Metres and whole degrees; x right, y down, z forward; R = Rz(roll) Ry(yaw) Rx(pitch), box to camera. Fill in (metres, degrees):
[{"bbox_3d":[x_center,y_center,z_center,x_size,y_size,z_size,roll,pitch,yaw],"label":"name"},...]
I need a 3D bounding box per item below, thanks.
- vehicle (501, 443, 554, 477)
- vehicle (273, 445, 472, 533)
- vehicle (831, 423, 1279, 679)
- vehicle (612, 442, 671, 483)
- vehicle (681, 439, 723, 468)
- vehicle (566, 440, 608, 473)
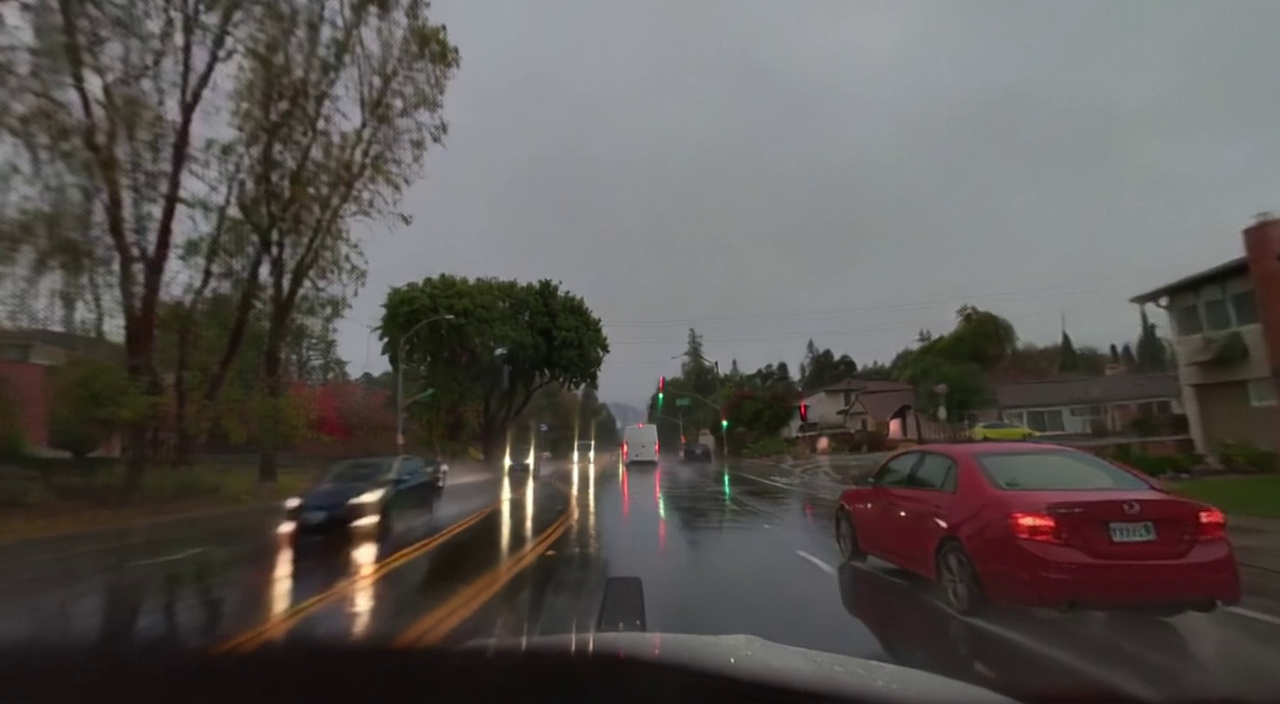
[{"bbox_3d":[-6.362,6.164,36.323,2.146,1.768,4.664,0,-9,0],"label":"vehicle"},{"bbox_3d":[-5.316,2.761,13.503,2.193,1.502,4.913,0,-9,-1],"label":"vehicle"},{"bbox_3d":[3.474,1.472,5.886,1.973,1.447,4.402,0,-8,0],"label":"vehicle"},{"bbox_3d":[0.045,4.312,24.946,2.114,1.483,4.207,0,-9,0],"label":"vehicle"},{"bbox_3d":[4.112,6.813,42.602,2.187,1.847,4.553,0,-9,-2],"label":"vehicle"},{"bbox_3d":[-2.994,6.019,36.611,2.083,1.741,5.530,0,-9,-1],"label":"vehicle"}]
